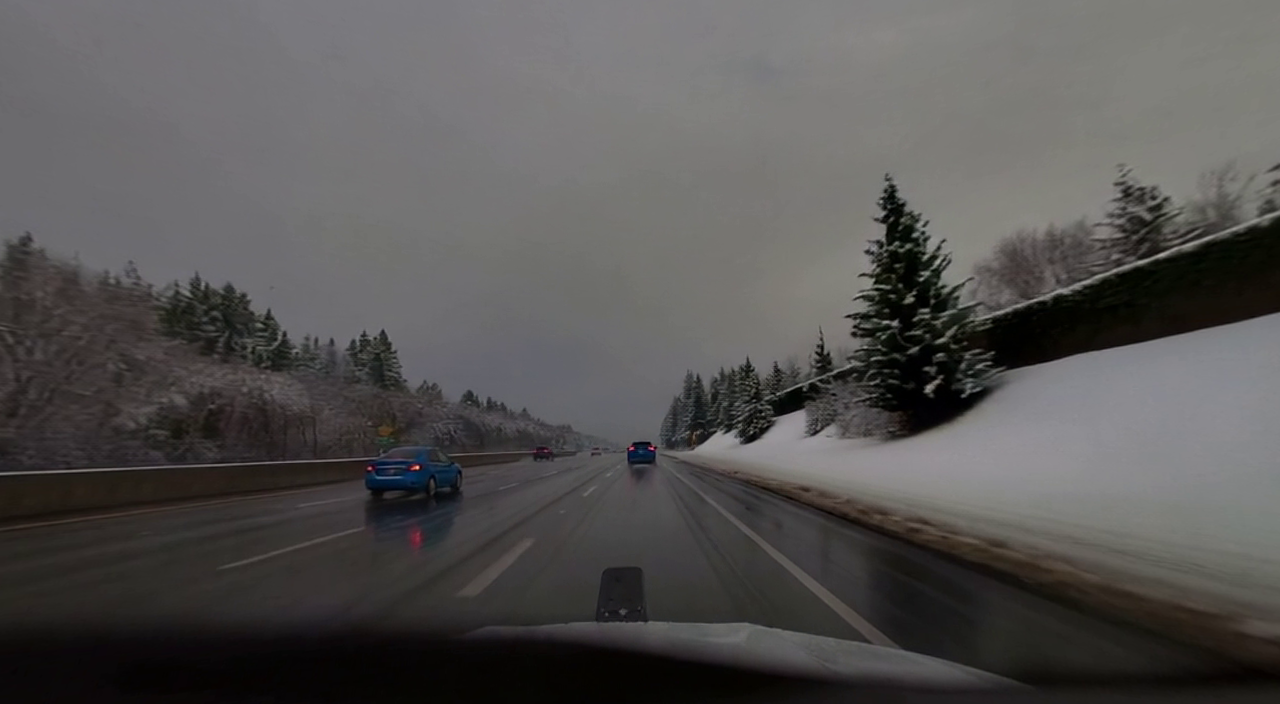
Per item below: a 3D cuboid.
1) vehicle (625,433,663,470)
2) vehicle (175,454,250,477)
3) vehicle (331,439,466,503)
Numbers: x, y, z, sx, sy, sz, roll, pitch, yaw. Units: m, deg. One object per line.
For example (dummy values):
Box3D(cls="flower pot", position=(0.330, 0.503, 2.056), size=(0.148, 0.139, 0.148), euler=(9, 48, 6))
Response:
Box3D(cls="vehicle", position=(0.238, 6.313, 40.168), size=(2.318, 2.145, 4.561), euler=(0, -8, 0))
Box3D(cls="vehicle", position=(-30.145, 8.003, 44.650), size=(2.019, 1.499, 4.688), euler=(0, -8, 1))
Box3D(cls="vehicle", position=(-6.694, 3.326, 18.109), size=(2.116, 1.570, 4.377), euler=(0, -8, 0))
